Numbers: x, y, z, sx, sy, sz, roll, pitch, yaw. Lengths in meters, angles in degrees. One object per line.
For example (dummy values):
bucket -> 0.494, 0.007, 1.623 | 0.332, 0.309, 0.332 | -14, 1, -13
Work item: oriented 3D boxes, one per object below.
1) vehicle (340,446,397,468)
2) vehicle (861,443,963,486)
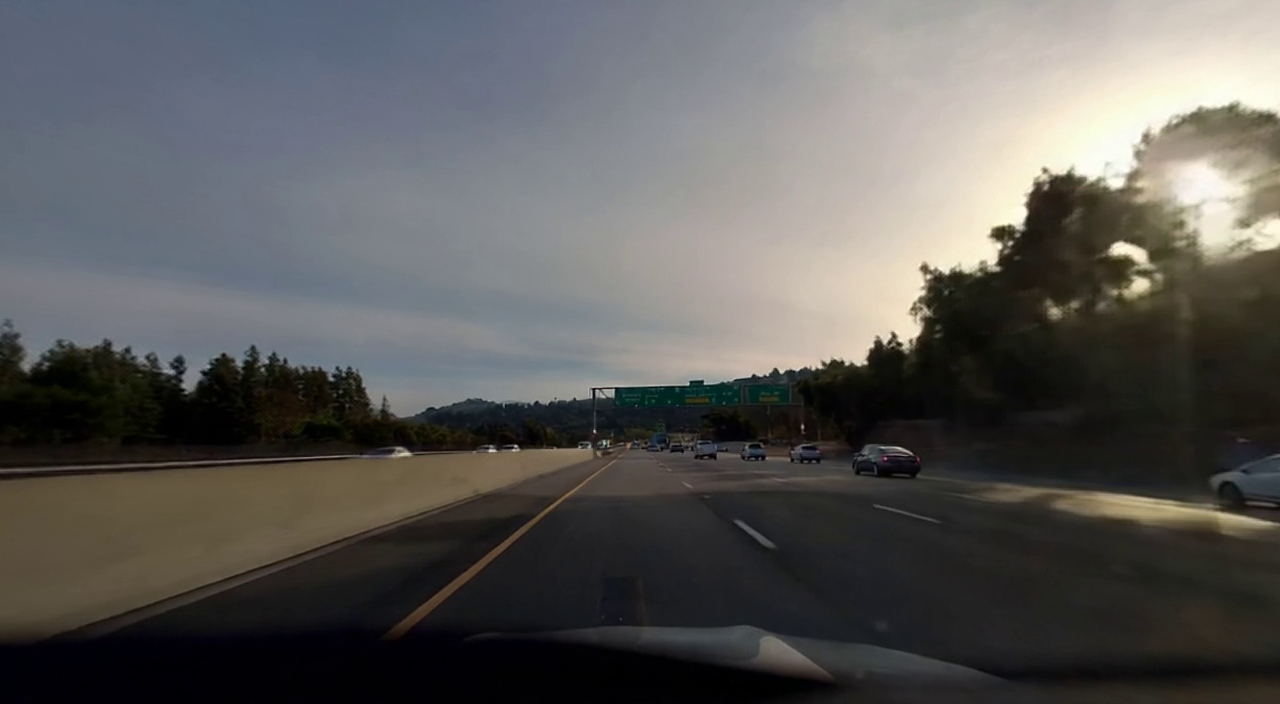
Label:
vehicle -> -18.972, 7.377, 44.445 | 1.996, 1.458, 4.528 | 0, -9, 0
vehicle -> 9.874, 4.081, 23.291 | 1.836, 1.418, 4.132 | 0, -9, -1
